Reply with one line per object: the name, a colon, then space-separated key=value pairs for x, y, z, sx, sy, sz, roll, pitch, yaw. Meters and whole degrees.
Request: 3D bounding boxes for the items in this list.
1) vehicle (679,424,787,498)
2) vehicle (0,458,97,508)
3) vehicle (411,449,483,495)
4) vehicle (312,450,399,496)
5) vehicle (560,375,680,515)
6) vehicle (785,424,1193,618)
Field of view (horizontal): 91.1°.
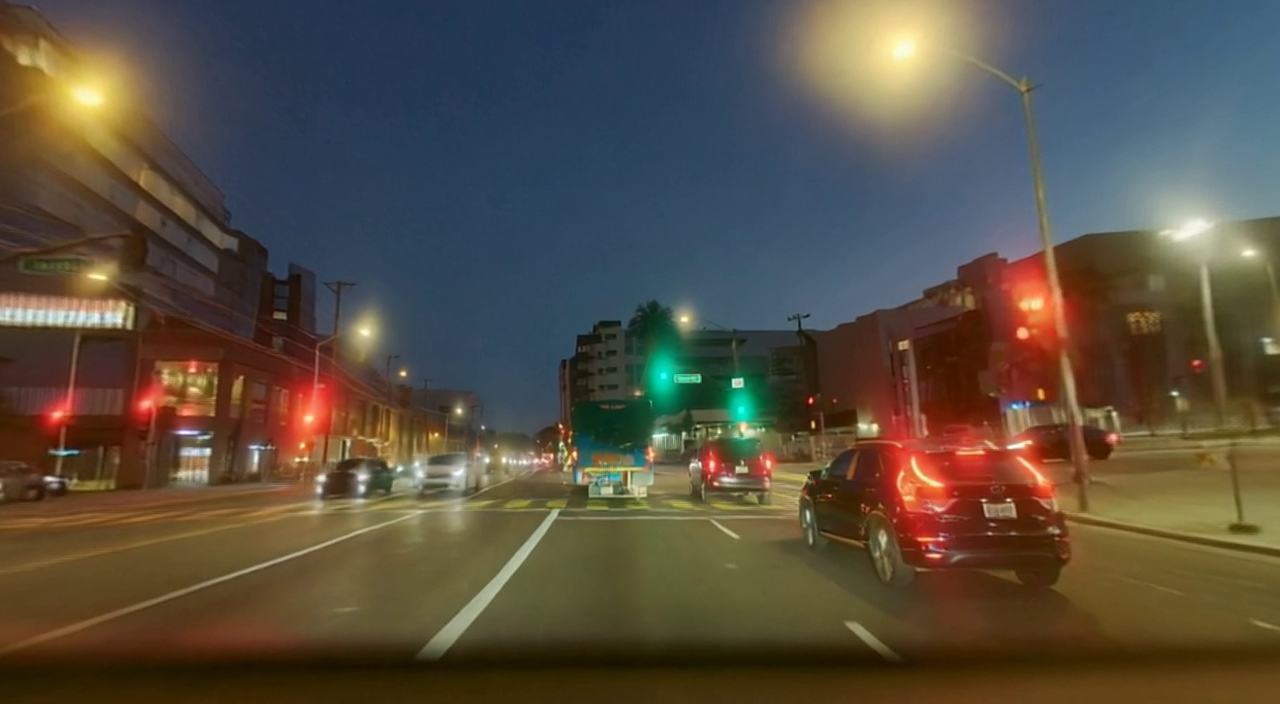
vehicle: x=2.657 y=3.312 z=19.543 sx=2.157 sy=1.944 sz=5.423 roll=0 pitch=-8 yaw=-4
vehicle: x=-21.681 y=4.422 z=21.452 sx=4.585 sy=1.533 sz=1.996 roll=-1 pitch=-8 yaw=6
vehicle: x=-7.222 y=4.506 z=23.928 sx=1.878 sy=1.540 sz=3.939 roll=1 pitch=-8 yaw=-6
vehicle: x=-11.537 y=4.890 z=25.786 sx=1.959 sy=1.636 sz=4.159 roll=1 pitch=-8 yaw=-6
vehicle: x=-0.750 y=2.411 z=16.452 sx=2.517 sy=2.926 sz=6.177 roll=1 pitch=-8 yaw=-6
vehicle: x=3.309 y=1.675 z=7.333 sx=1.978 sy=1.507 sz=4.636 roll=0 pitch=-8 yaw=-2
